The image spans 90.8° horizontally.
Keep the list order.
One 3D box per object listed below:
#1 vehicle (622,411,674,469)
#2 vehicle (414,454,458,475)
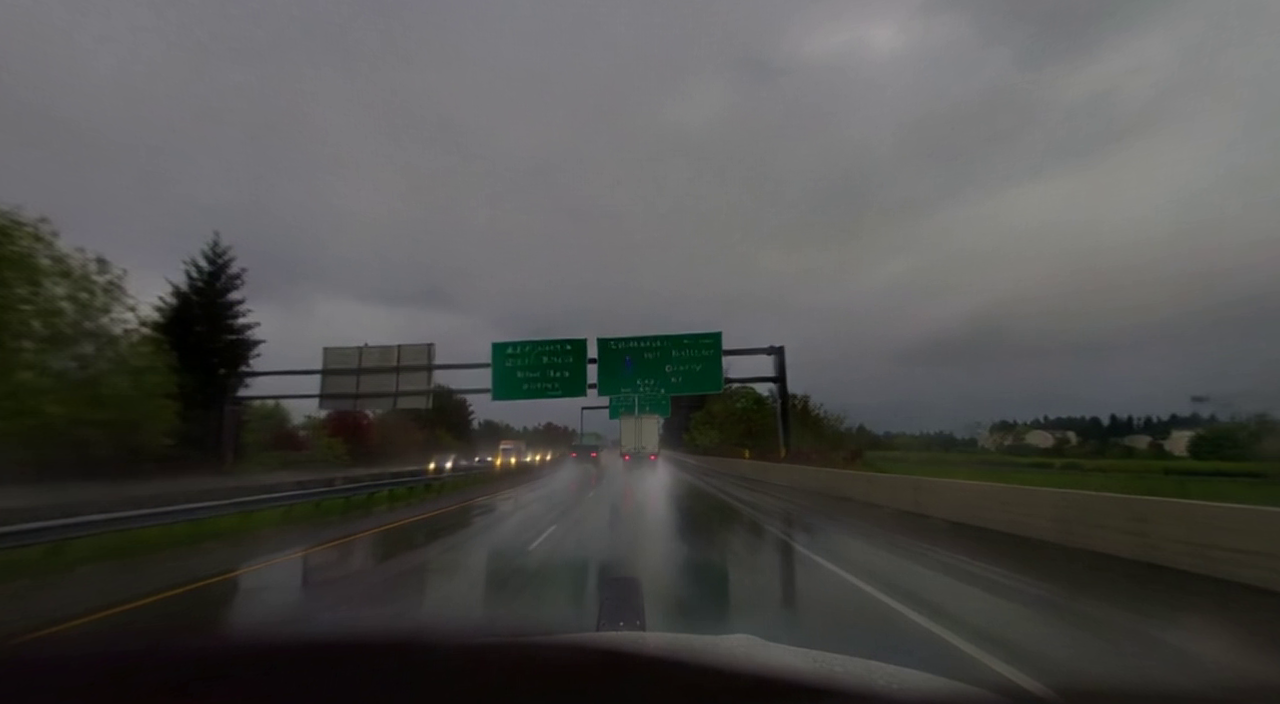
[{"bbox_3d":[0.338,7.073,49.800,3.341,3.725,18.015,0,-9,-1],"label":"vehicle"},{"bbox_3d":[-15.217,8.361,47.235,1.788,1.457,4.431,0,-9,0],"label":"vehicle"}]
